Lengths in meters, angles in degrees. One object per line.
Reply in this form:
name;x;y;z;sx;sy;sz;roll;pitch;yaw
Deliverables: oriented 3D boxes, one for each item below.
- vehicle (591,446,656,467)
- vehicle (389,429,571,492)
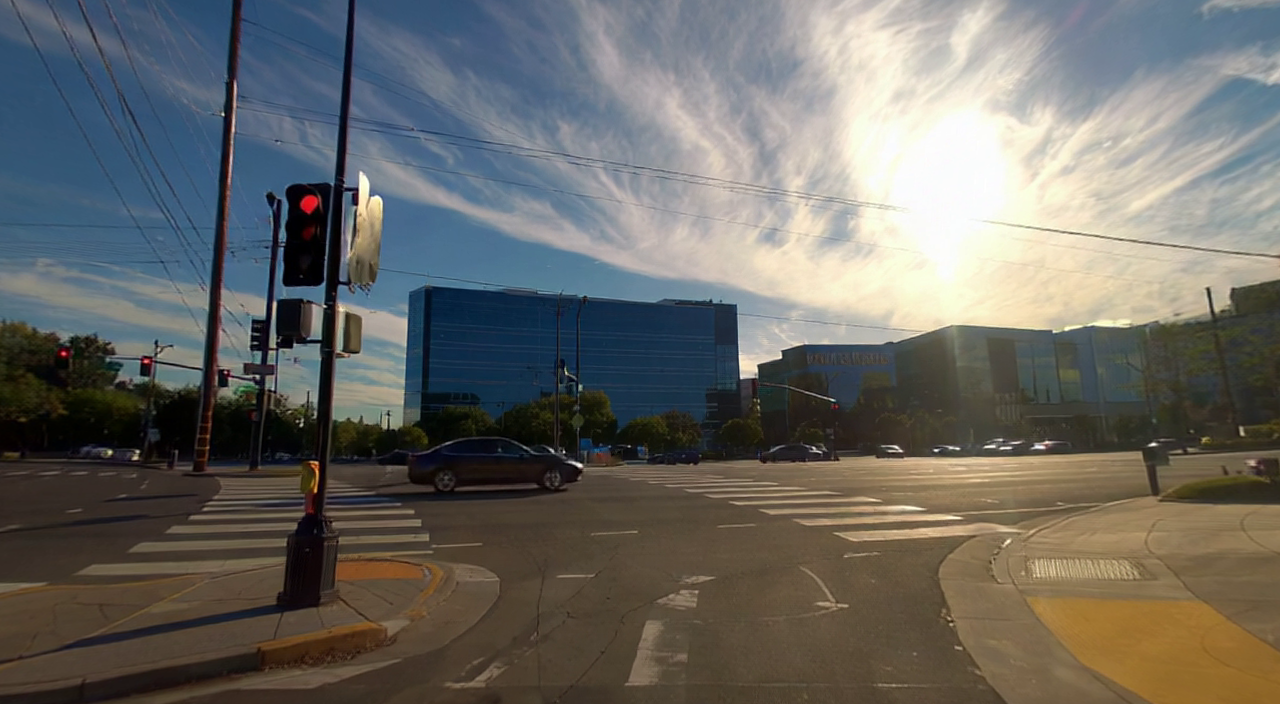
vehicle;-1.152;7.548;45.816;4.391;1.451;1.717;4;-9;-26
vehicle;-4.355;3.035;17.816;4.530;1.648;2.075;0;-8;0
